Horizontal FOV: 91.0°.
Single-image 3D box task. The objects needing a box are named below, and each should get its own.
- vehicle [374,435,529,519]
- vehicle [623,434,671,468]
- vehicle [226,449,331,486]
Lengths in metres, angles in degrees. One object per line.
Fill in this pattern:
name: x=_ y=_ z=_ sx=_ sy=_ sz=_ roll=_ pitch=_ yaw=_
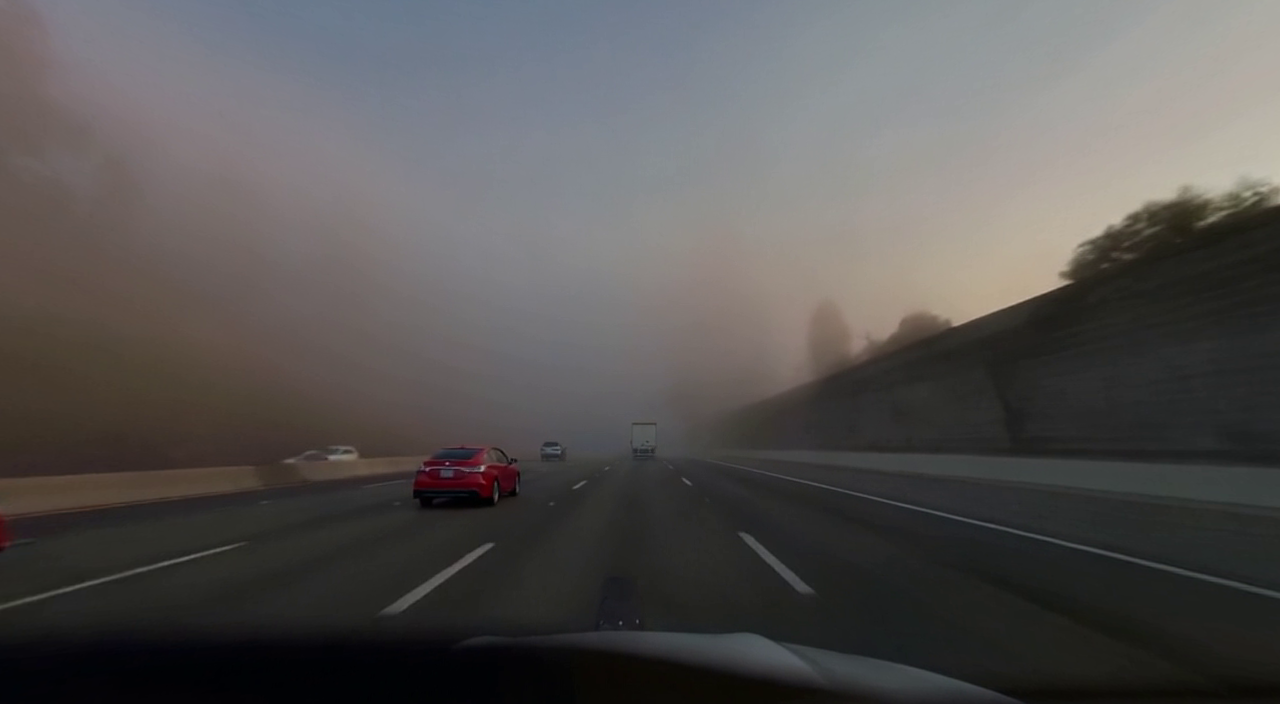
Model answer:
vehicle: x=-3.822 y=2.598 z=13.671 sx=2.000 sy=1.512 sz=4.371 roll=0 pitch=-8 yaw=0
vehicle: x=0.383 y=6.193 z=39.638 sx=2.856 sy=1.994 sz=4.931 roll=0 pitch=-8 yaw=-1
vehicle: x=-16.759 y=5.342 z=29.499 sx=2.115 sy=1.526 sz=4.617 roll=0 pitch=-9 yaw=1
